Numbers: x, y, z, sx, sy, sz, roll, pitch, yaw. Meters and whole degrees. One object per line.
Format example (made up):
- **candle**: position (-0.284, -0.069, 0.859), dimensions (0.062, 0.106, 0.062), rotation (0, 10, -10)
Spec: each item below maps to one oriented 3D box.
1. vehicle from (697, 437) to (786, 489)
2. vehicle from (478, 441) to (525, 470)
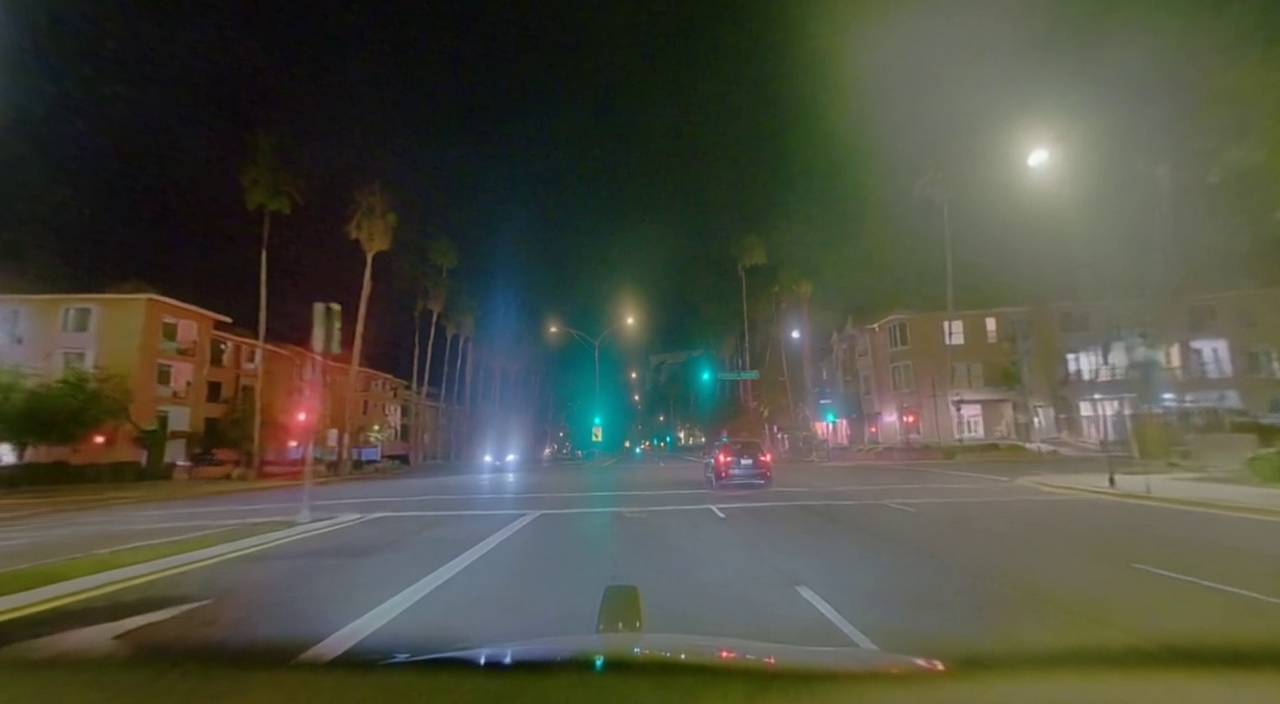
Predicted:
- **vehicle**: position (3.044, 3.443, 19.916), dimensions (1.964, 1.448, 4.295), rotation (0, -8, -2)
- **vehicle**: position (-8.849, 6.631, 40.724), dimensions (2.010, 1.718, 4.443), rotation (0, -8, 1)
